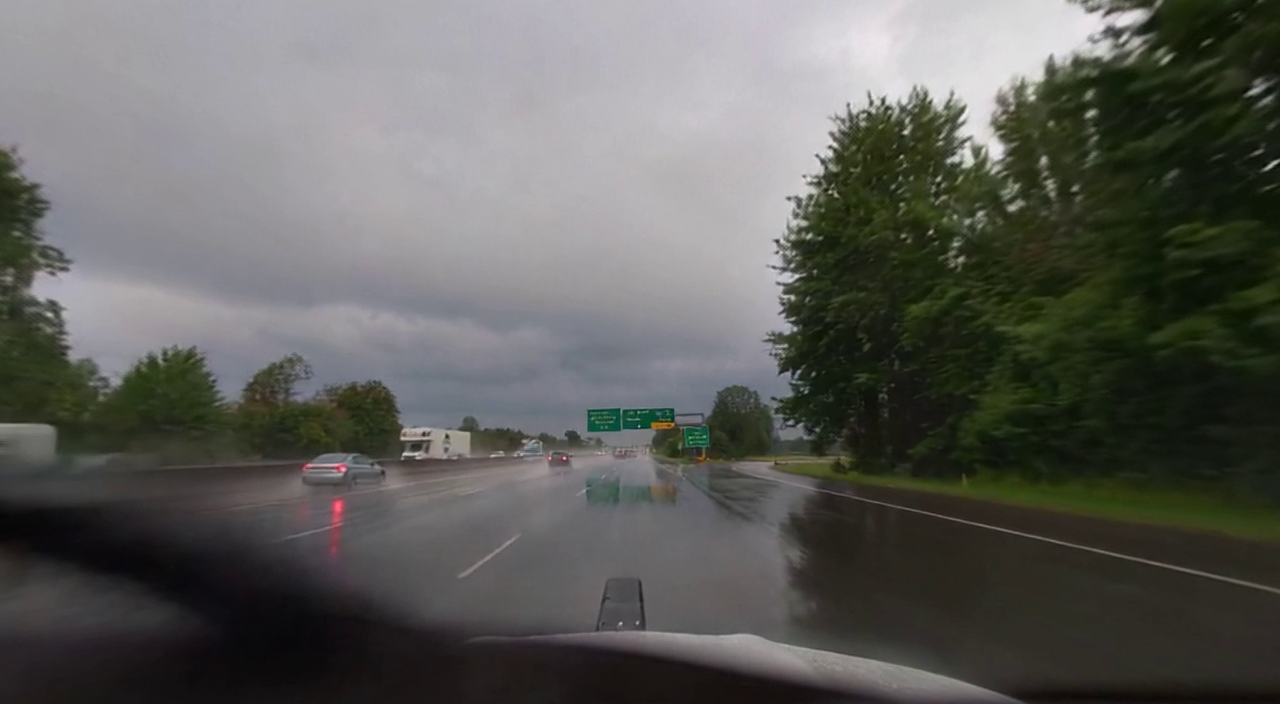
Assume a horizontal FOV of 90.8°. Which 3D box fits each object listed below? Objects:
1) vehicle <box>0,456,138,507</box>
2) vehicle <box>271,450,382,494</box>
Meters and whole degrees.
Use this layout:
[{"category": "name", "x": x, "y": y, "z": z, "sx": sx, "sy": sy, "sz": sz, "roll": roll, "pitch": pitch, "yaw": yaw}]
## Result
[{"category": "vehicle", "x": -19.501, "y": 4.220, "z": 20.965, "sx": 1.924, "sy": 1.449, "sz": 4.472, "roll": 0, "pitch": -9, "yaw": 0}, {"category": "vehicle", "x": -11.602, "y": 4.449, "z": 23.733, "sx": 1.981, "sy": 1.503, "sz": 4.207, "roll": 0, "pitch": -9, "yaw": 0}]
